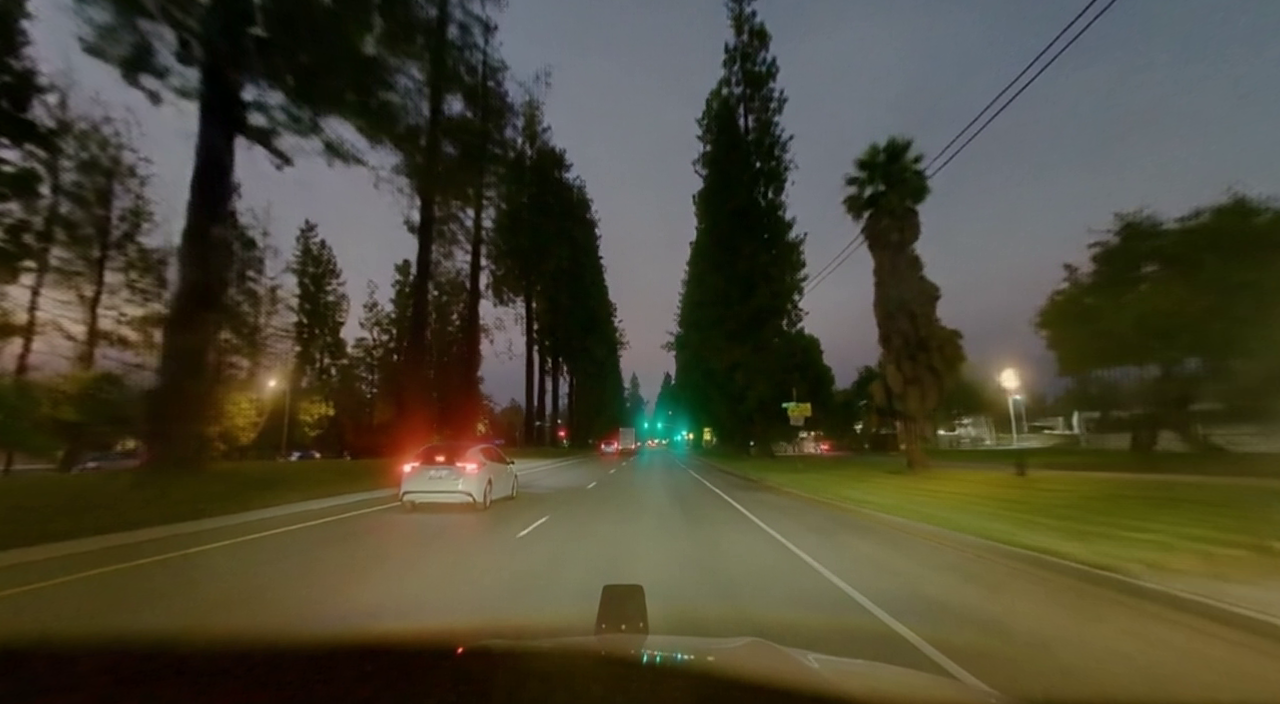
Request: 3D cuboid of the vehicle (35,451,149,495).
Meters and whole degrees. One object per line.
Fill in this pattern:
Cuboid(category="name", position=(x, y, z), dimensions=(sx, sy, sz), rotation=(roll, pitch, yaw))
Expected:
Cuboid(category="vehicle", position=(-31.819, 6.988, 36.863), dimensions=(2.223, 1.991, 5.316), rotation=(-5, -7, -4))

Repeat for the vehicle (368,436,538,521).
Cuboid(category="vehicle", position=(-3.625, 2.525, 13.240), dimensions=(2.033, 1.454, 4.512), rotation=(-1, -8, 2))
